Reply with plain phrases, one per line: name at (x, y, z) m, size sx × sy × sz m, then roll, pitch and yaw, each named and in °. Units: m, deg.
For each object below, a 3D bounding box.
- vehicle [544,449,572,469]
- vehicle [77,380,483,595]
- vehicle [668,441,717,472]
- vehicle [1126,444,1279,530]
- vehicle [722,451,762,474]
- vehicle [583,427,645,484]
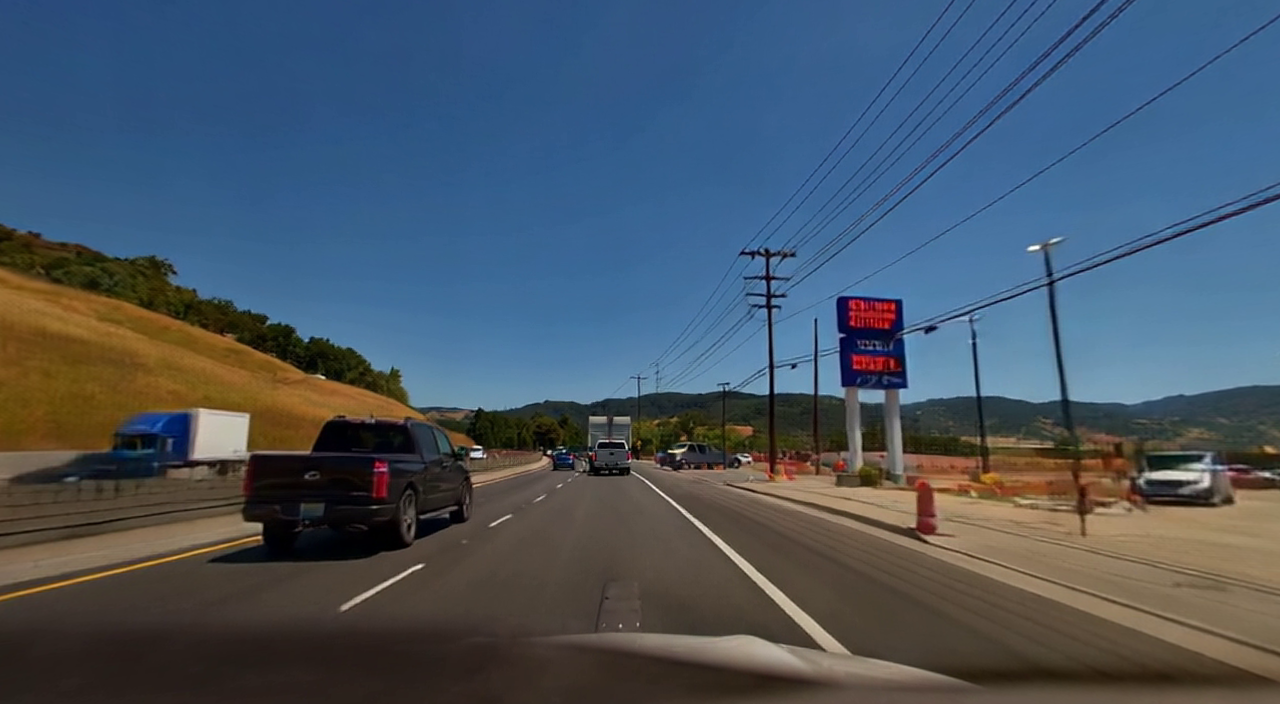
vehicle at (-6.299, 8.235, 48.758) m, size 1.972 × 1.496 × 4.150 m, roll 1°, pitch -9°, yaw -5°
vehicle at (-4.080, 1.686, 8.835) m, size 2.345 × 2.012 × 5.693 m, roll 0°, pitch -9°, yaw -1°
vehicle at (3.941, 8.023, 48.728) m, size 2.706 × 2.199 × 6.527 m, roll 1°, pitch -9°, yaw -5°
vehicle at (15.197, 3.459, 16.958) m, size 5.331 × 1.917 × 2.166 m, roll 7°, pitch -11°, yaw -40°
vehicle at (7.392, 8.147, 46.333) m, size 1.933 × 1.480 × 4.249 m, roll 2°, pitch -12°, yaw -4°
vehicle at (-1.231, 4.562, 28.096) m, size 2.486 × 2.280 × 5.291 m, roll 1°, pitch -9°, yaw -4°
